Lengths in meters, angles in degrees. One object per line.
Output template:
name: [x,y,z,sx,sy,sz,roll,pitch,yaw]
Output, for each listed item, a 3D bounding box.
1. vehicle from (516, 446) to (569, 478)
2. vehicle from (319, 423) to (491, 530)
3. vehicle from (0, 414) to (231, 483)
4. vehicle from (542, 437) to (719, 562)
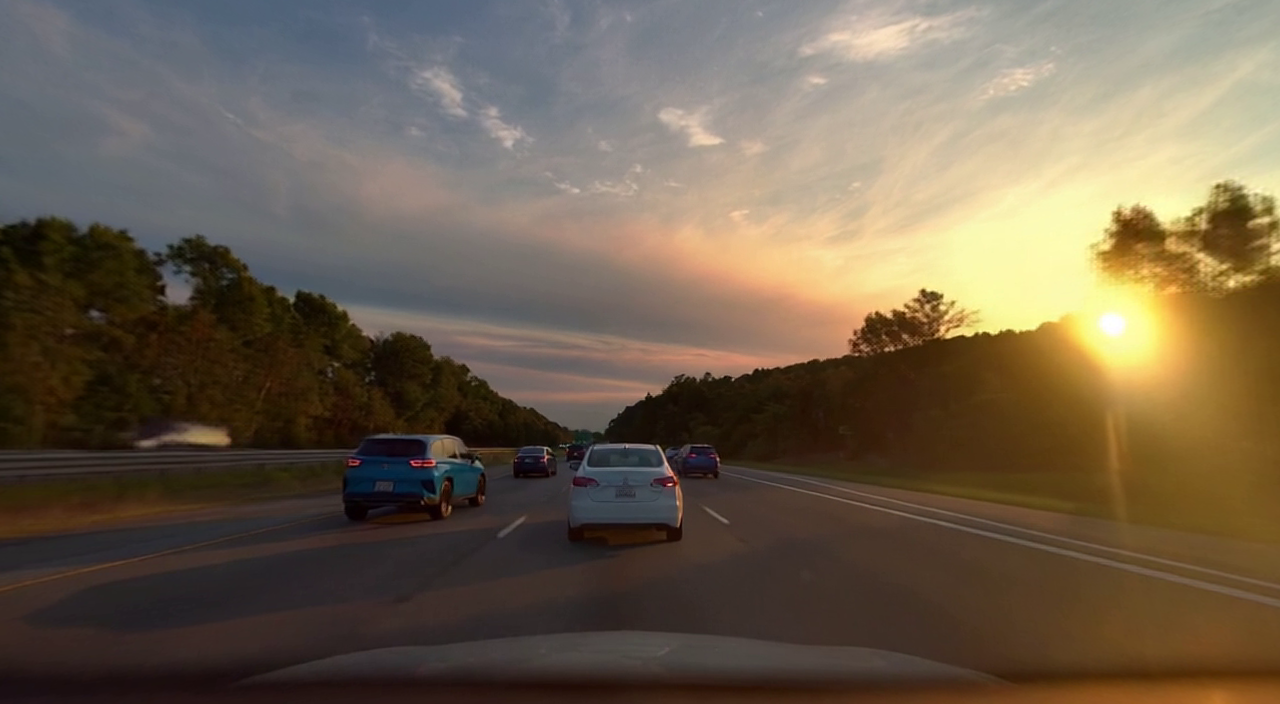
vehicle: [-4.824,5.493,31.601,2.122,1.491,3.800,0,-9,-1]
vehicle: [-4.282,2.332,12.277,1.830,1.703,4.142,0,-9,-2]
vehicle: [-12.764,2.427,15.799,2.076,1.461,4.477,0,-9,-2]
vehicle: [-0.190,2.105,9.744,2.120,1.478,4.179,0,-9,-2]
